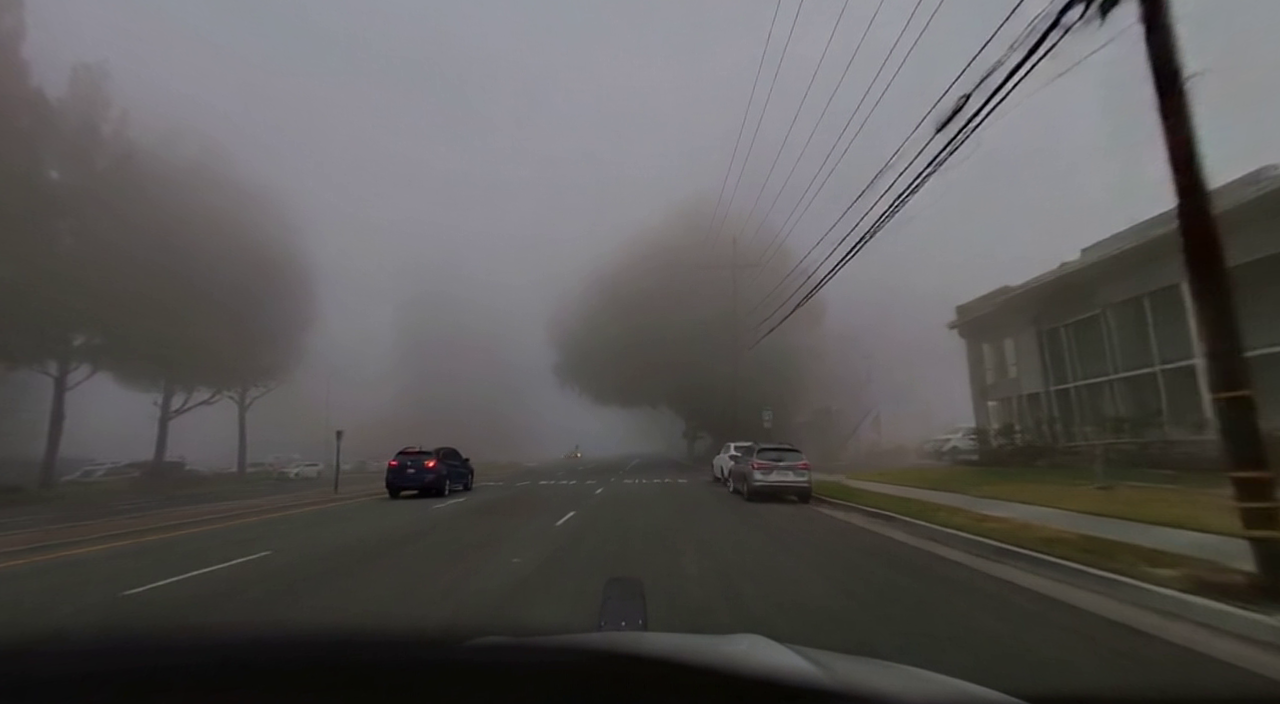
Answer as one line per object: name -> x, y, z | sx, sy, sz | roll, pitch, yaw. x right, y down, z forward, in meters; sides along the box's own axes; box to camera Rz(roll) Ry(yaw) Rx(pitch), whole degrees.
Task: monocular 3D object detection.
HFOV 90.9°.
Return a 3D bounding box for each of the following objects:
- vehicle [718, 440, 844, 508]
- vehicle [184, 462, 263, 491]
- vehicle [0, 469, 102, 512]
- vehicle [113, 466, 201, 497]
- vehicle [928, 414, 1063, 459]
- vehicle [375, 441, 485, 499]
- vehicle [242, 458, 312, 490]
vehicle -> 3.467, 3.094, 16.575 | 2.259, 1.500, 4.474 | 0, -8, 0
vehicle -> -25.664, 7.646, 39.048 | 1.926, 1.557, 4.385 | 0, -8, -1
vehicle -> -25.719, 5.773, 26.578 | 1.883, 1.451, 4.676 | -1, -8, 1
vehicle -> -25.722, 6.883, 33.752 | 1.706, 1.435, 3.899 | 0, -8, -2
vehicle -> 23.016, 5.525, 41.145 | 6.917, 2.731, 2.901 | 0, -8, 1
vehicle -> -6.671, 3.765, 20.622 | 2.000, 1.671, 4.497 | 0, -8, 1
vehicle -> -25.515, 8.569, 44.551 | 2.132, 1.492, 4.734 | -4, -4, 1
